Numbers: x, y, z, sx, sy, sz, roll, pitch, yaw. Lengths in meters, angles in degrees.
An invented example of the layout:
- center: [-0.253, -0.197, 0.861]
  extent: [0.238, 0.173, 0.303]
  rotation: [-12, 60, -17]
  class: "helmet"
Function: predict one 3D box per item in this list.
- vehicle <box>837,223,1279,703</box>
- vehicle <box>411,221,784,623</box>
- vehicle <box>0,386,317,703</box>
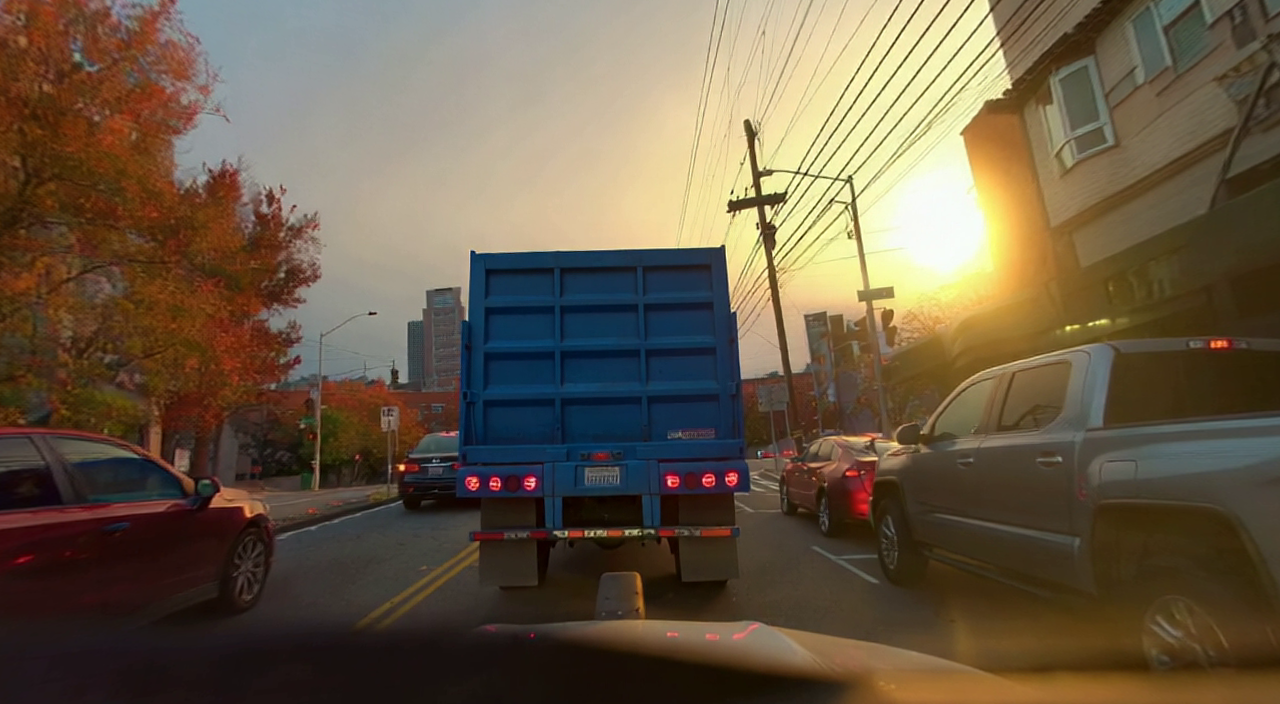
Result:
- center: [3.237, 0.844, 3.869]
  extent: [2.242, 1.979, 5.722]
  rotation: [0, -8, 0]
  class: "vehicle"
- center: [-0.229, 1.099, 9.170]
  extent: [2.878, 3.204, 8.244]
  rotation: [0, -8, 2]
  class: "vehicle"
- center: [-4.121, 1.107, 3.770]
  extent: [1.988, 1.657, 4.492]
  rotation: [0, -8, 0]
  class: "vehicle"
